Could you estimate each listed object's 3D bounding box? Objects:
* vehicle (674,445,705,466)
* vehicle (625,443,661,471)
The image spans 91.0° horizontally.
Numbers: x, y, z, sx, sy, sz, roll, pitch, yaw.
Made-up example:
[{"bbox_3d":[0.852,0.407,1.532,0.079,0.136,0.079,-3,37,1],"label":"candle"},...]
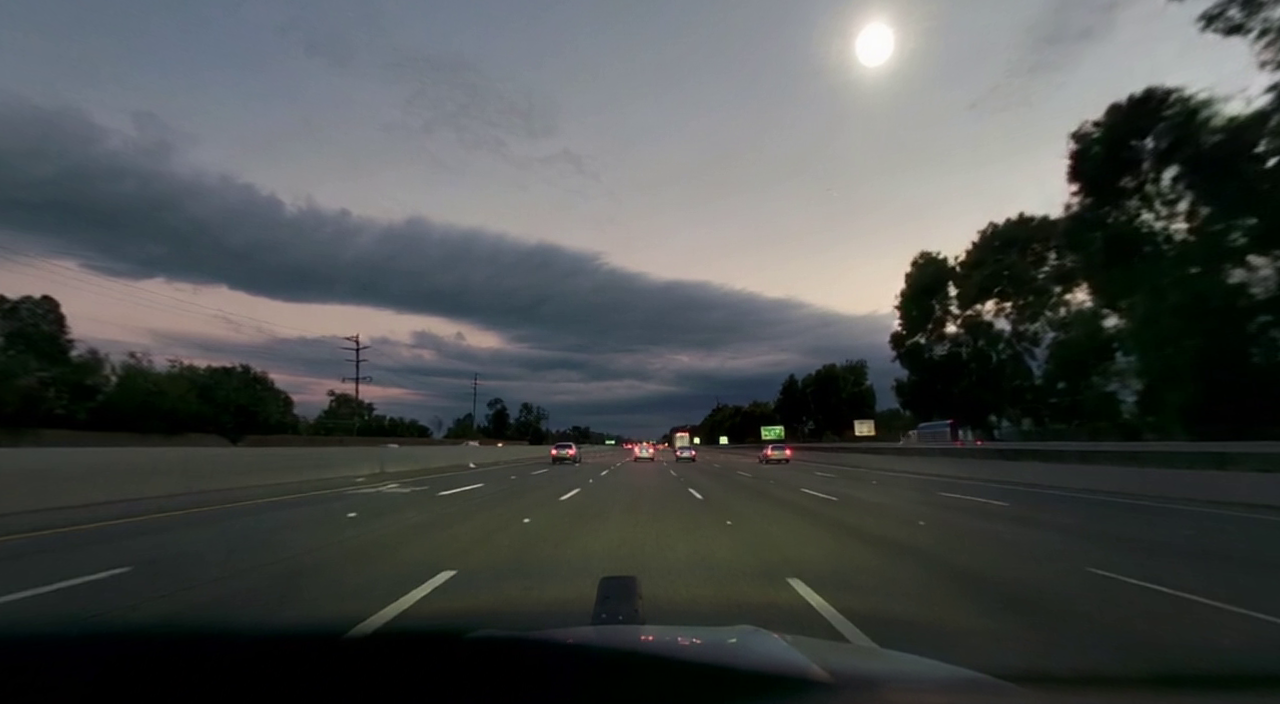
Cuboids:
[{"bbox_3d":[3.753,7.964,48.482,2.076,1.506,4.050,0,-9,0],"label":"vehicle"},{"bbox_3d":[0.213,6.392,38.496,2.066,1.562,4.198,0,-9,1],"label":"vehicle"}]
